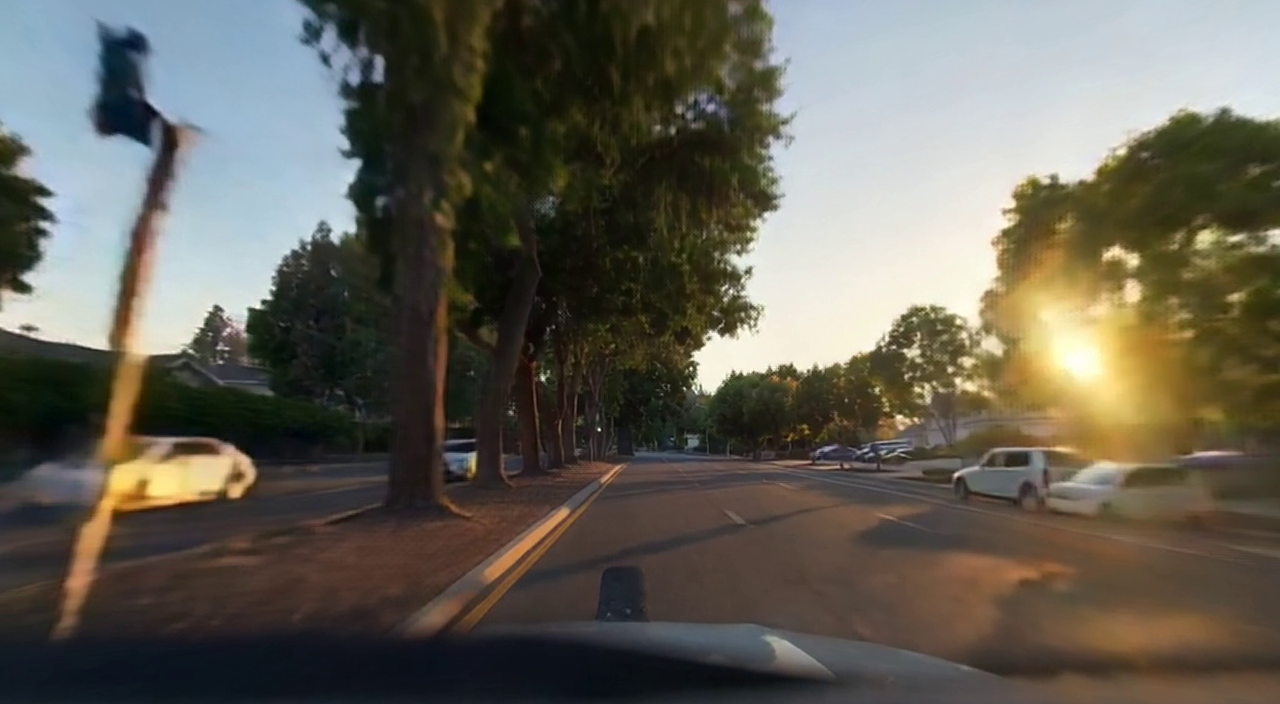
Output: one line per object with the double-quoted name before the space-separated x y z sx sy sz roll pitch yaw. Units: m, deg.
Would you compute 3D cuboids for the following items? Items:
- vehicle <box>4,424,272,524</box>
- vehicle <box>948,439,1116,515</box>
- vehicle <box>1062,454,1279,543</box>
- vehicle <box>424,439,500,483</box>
"vehicle" -11.086 2.698 14.574 2.176 1.896 4.800 0 -8 0
"vehicle" 11.762 3.724 19.423 2.178 1.858 4.726 4 -8 0
"vehicle" 11.542 3.020 13.621 1.869 1.522 4.295 0 -8 1
"vehicle" -7.181 4.429 25.898 1.934 1.619 3.991 0 -8 0
